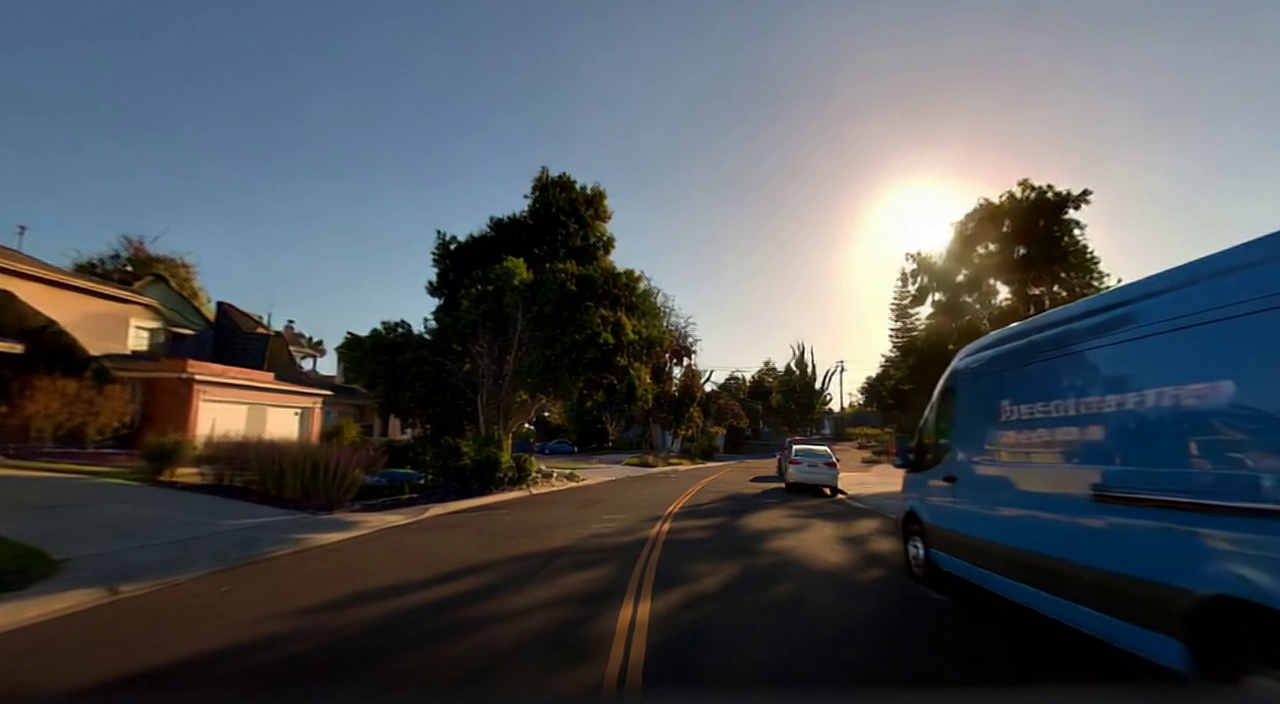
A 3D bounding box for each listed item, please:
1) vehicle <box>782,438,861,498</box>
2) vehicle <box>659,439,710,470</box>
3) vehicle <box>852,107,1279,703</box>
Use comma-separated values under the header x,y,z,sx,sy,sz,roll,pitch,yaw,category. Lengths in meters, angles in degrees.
x,y,z,sx,sy,sz,roll,pitch,yaw,category
5.673,3.632,20.217,1.822,1.668,4.147,-1,-9,8,vehicle
2.743,6.097,37.818,2.278,1.704,5.321,-2,-9,12,vehicle
3.920,0.724,4.597,2.684,2.712,6.197,0,-9,1,vehicle
